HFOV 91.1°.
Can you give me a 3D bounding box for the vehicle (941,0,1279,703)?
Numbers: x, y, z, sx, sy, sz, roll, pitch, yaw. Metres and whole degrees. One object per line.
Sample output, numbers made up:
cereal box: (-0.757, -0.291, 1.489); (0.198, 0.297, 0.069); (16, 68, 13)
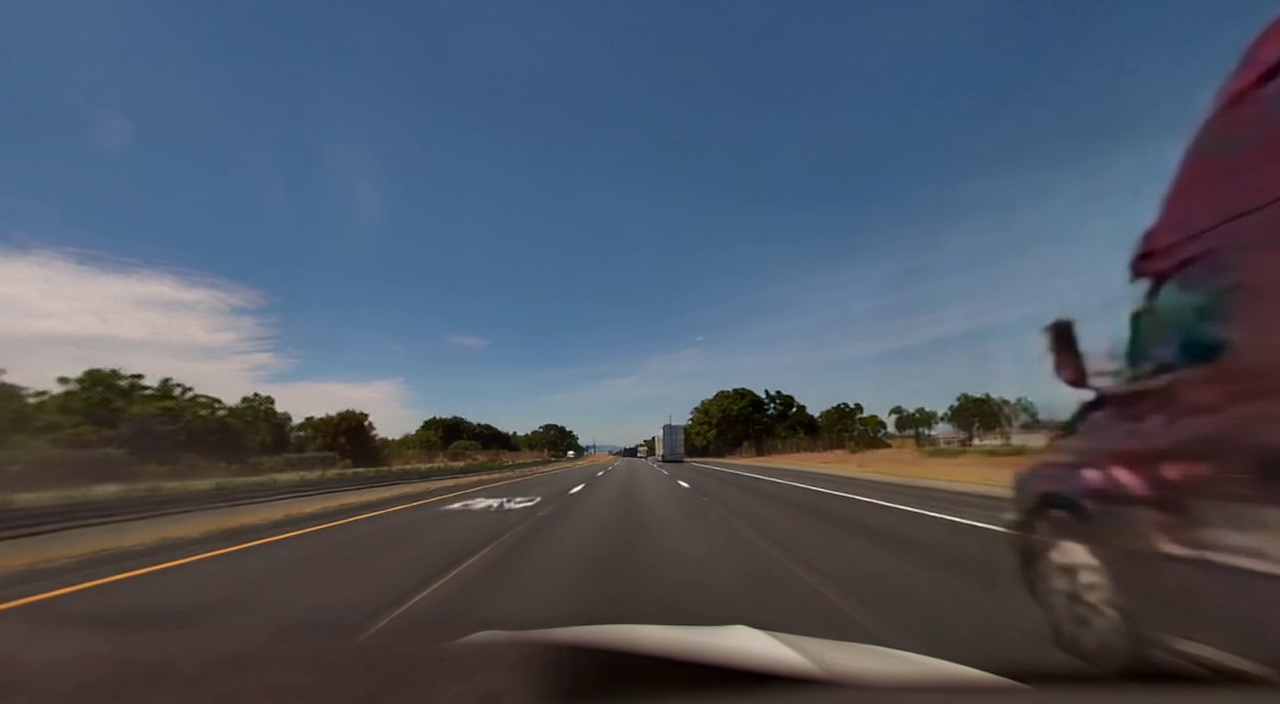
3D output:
vehicle: (4.068, -0.189, 2.084); (3.025, 3.919, 5.829); (0, -9, -1)
